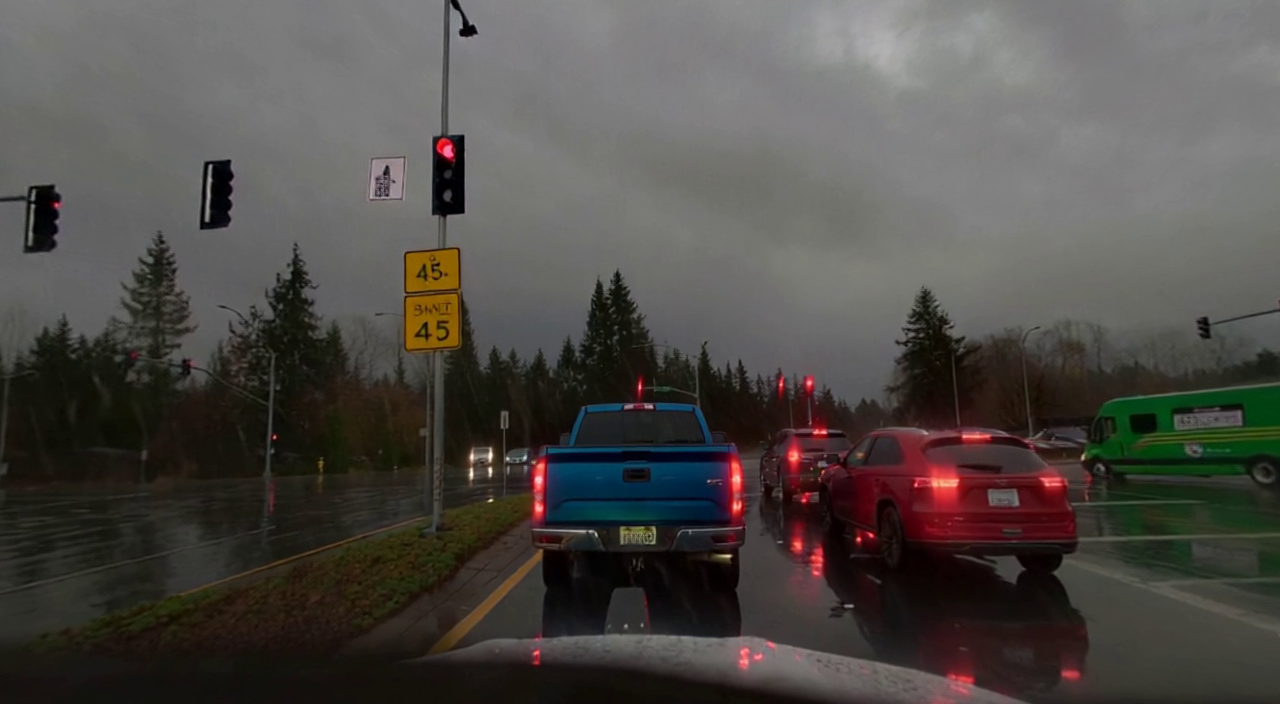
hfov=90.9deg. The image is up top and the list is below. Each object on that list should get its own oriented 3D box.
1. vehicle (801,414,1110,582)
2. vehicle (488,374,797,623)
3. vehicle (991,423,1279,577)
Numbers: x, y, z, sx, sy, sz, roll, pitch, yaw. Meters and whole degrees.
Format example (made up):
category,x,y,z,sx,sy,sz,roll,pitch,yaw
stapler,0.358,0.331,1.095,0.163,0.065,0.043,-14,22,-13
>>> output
category,x,y,z,sx,sy,sz,roll,pitch,yaw
vehicle,3.585,1.718,8.195,1.981,1.616,4.006,0,-8,1
vehicle,0.049,1.469,7.330,2.326,1.880,4.964,0,-8,1
vehicle,6.835,1.746,8.280,1.973,1.470,4.228,0,-8,0
